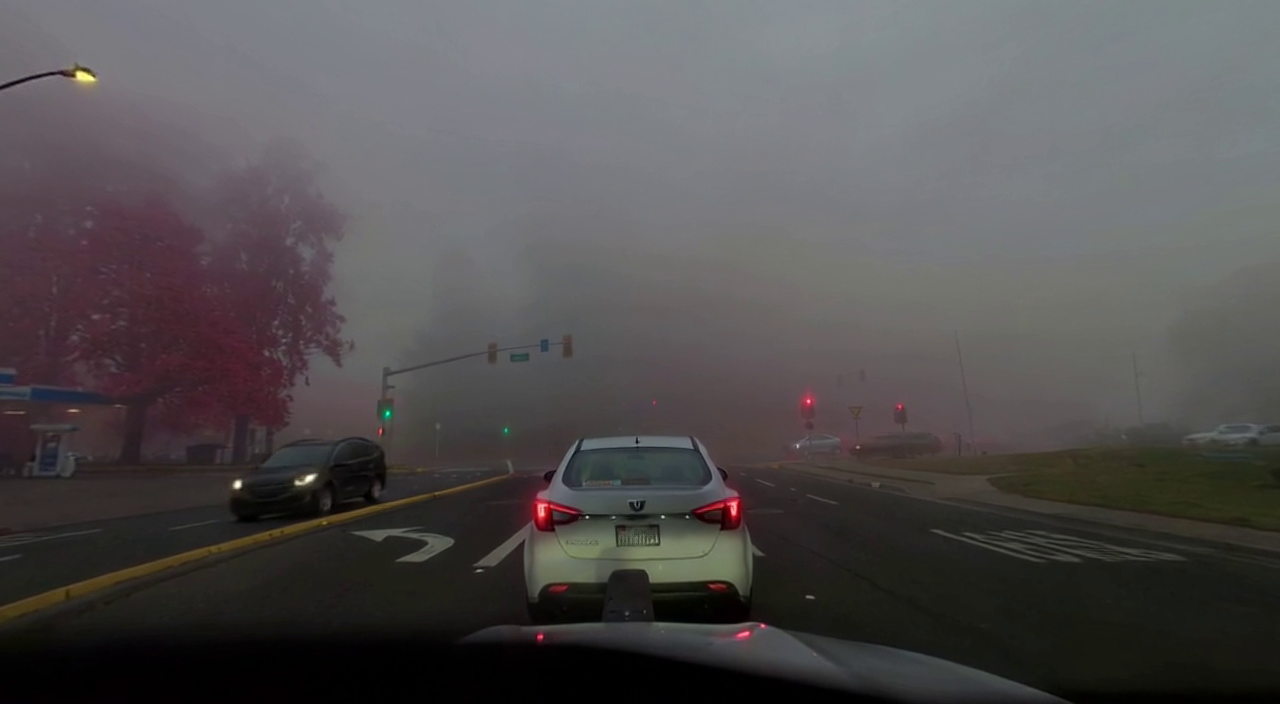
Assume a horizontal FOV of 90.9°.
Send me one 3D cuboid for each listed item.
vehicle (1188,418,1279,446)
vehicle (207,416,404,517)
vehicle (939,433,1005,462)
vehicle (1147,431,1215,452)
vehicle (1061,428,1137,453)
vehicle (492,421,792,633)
[{"bbox_3d":[36.315,4.914,38.457,1.848,1.581,4.475,-1,-8,3],"label":"vehicle"},{"bbox_3d":[-8.008,2.781,15.905,2.378,2.084,5.225,0,-8,-4],"label":"vehicle"},{"bbox_3d":[18.380,5.287,34.848,2.053,1.495,4.091,-8,-12,44],"label":"vehicle"},{"bbox_3d":[40.936,6.764,47.706,3.573,1.432,1.604,-3,-8,1],"label":"vehicle"},{"bbox_3d":[34.787,6.707,47.837,4.294,1.557,1.744,-4,-7,1],"label":"vehicle"},{"bbox_3d":[-0.002,1.545,6.560,2.112,1.482,4.057,0,-8,0],"label":"vehicle"}]
